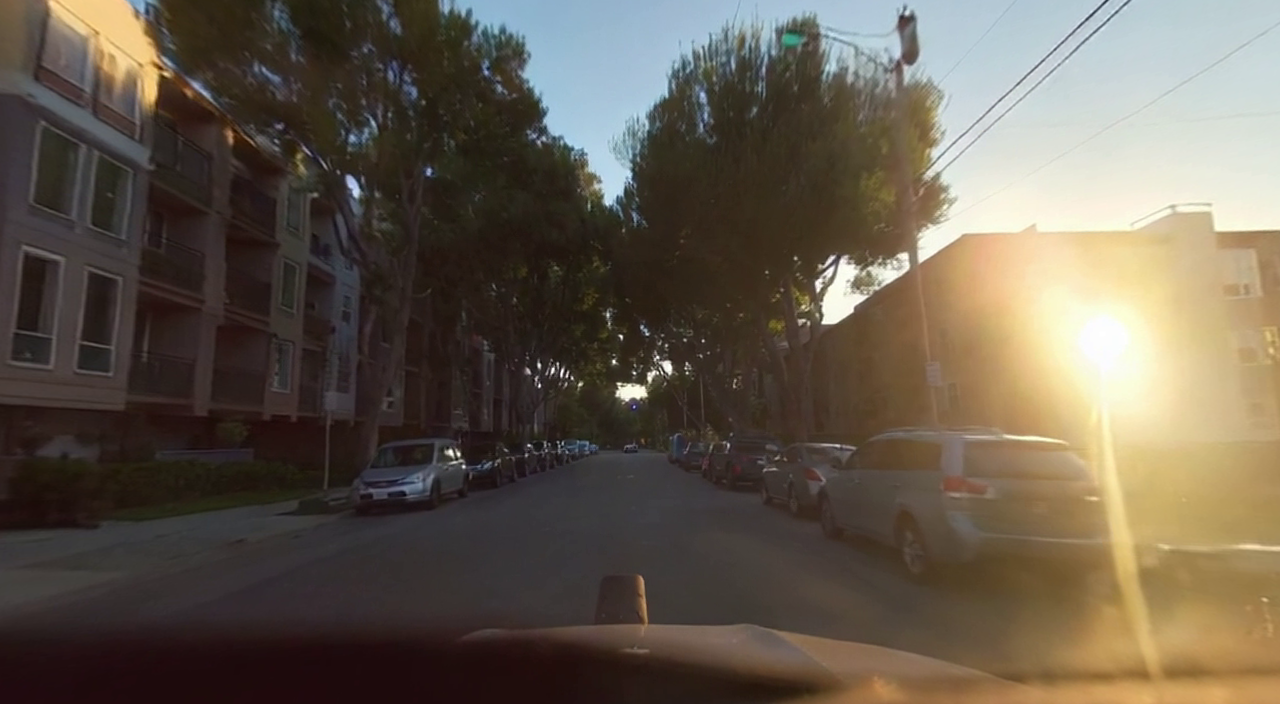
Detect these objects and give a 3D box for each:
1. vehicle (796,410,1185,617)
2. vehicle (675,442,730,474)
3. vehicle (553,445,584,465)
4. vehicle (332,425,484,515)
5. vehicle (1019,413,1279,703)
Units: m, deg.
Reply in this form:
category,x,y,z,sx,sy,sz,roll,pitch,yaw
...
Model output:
category,x,y,z,sx,sy,sz,roll,pitch,yaw
vehicle,3.438,1.658,7.496,1.964,1.646,4.543,1,-9,-1
vehicle,3.150,5.446,32.680,2.007,1.545,4.562,1,-9,-5
vehicle,-5.618,8.120,49.988,2.049,1.496,4.598,-1,-8,-2
vehicle,-5.462,2.837,15.692,2.069,1.881,4.697,0,-9,-2
vehicle,3.609,0.917,2.022,1.886,1.493,4.646,0,-9,0
